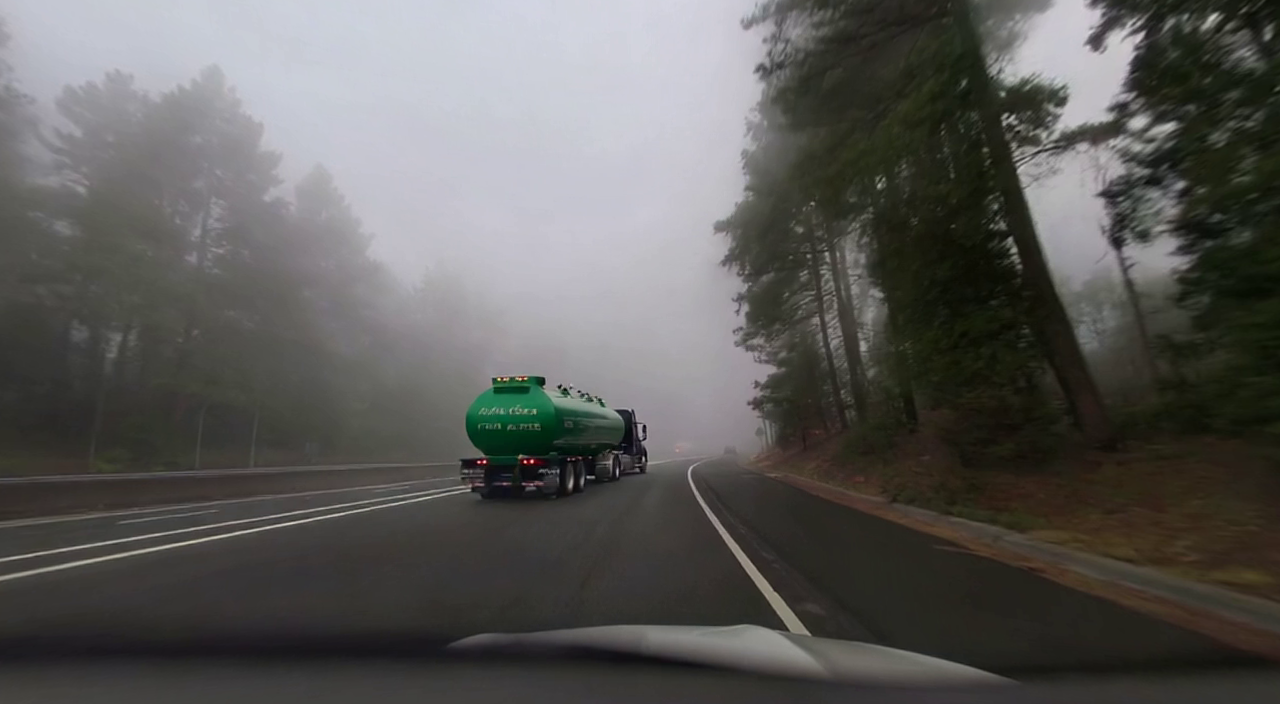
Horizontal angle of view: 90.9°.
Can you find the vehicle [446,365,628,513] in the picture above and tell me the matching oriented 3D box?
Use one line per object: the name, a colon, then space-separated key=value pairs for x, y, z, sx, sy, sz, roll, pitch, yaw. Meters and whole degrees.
vehicle: x=-2.770 y=3.155 z=22.842 sx=2.907 sy=3.747 sz=13.318 roll=-1 pitch=-8 yaw=7
